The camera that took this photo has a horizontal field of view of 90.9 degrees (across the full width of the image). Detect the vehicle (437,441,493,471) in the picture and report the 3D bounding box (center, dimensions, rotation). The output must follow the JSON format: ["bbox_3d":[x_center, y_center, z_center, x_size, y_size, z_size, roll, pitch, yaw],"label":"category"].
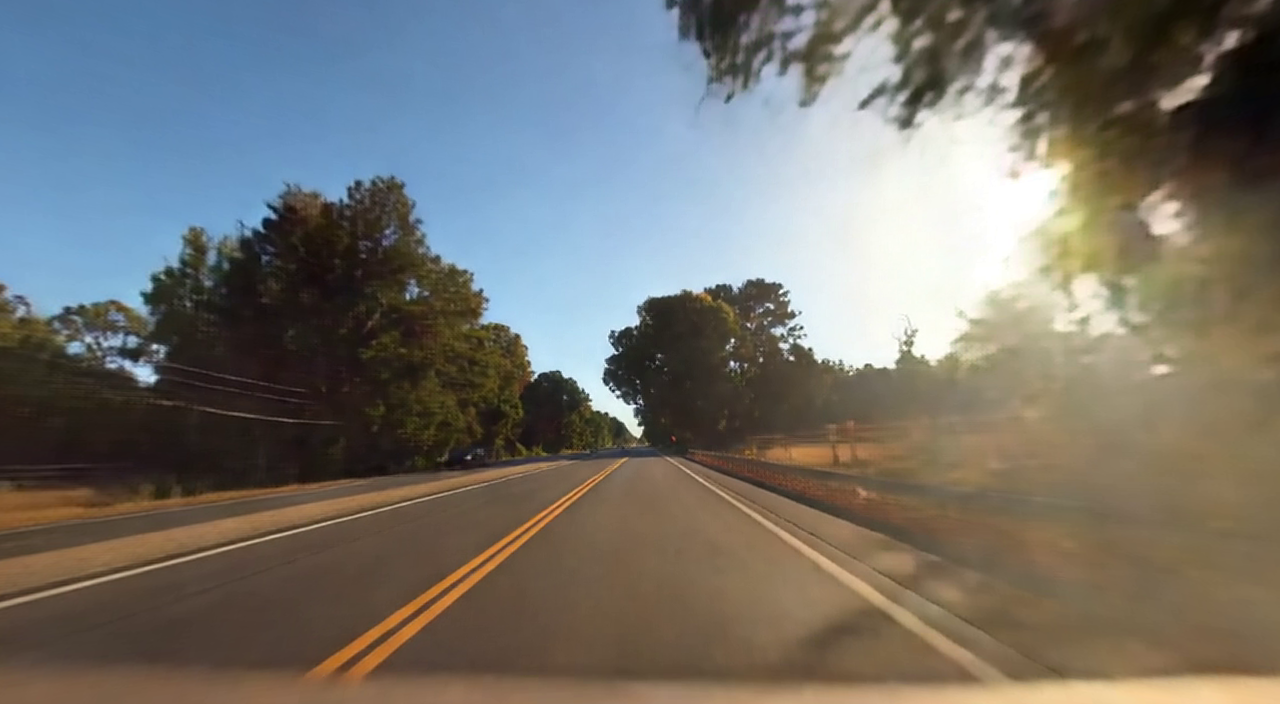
[{"bbox_3d":[-10.449,6.246,38.048,1.953,1.670,4.511,-1,-8,2],"label":"vehicle"}]
